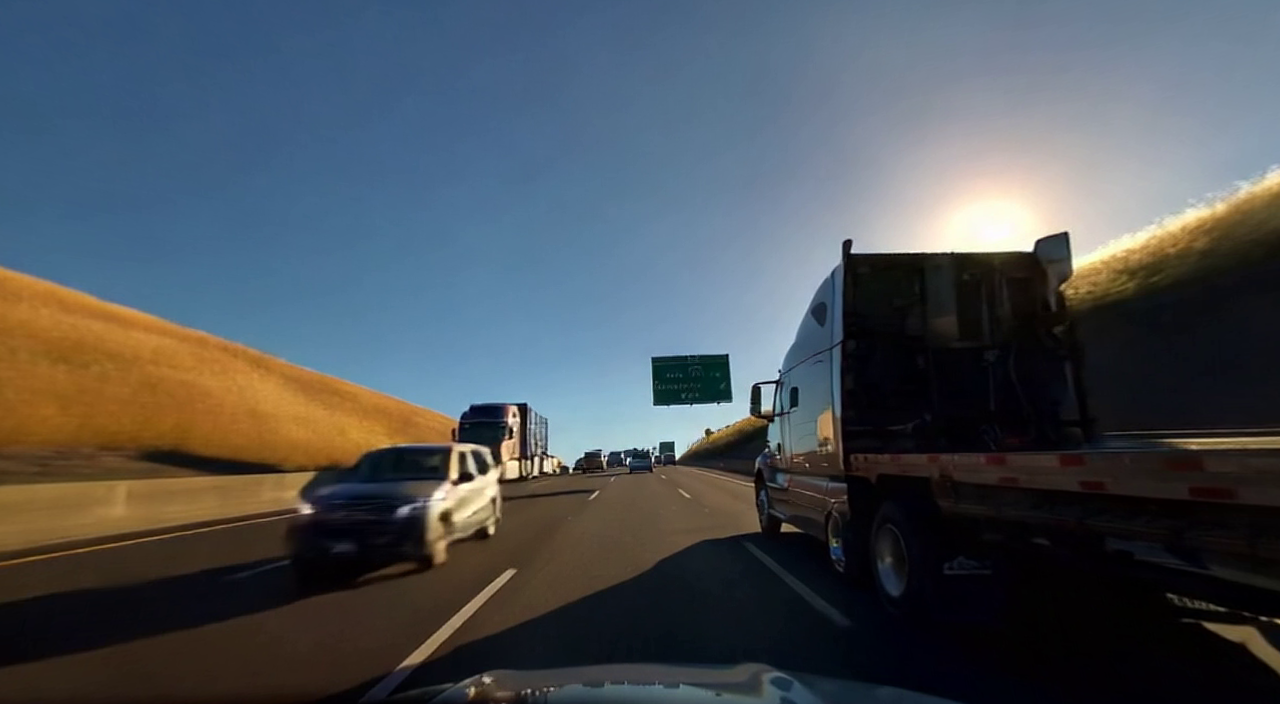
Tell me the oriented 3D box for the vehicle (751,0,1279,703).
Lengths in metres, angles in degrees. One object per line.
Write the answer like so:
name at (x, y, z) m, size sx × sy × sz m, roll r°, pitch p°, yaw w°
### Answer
vehicle at (3.281, -0.095, 3.469) m, size 2.845 × 4.071 × 14.008 m, roll 0°, pitch -9°, yaw 0°

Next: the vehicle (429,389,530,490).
vehicle at (-6.858, 3.893, 27.962) m, size 2.910 × 3.989 × 5.837 m, roll 0°, pitch -9°, yaw 0°

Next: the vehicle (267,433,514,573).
vehicle at (-3.202, 2.007, 9.101) m, size 1.949 × 1.555 × 3.888 m, roll 0°, pitch -9°, yaw 0°
